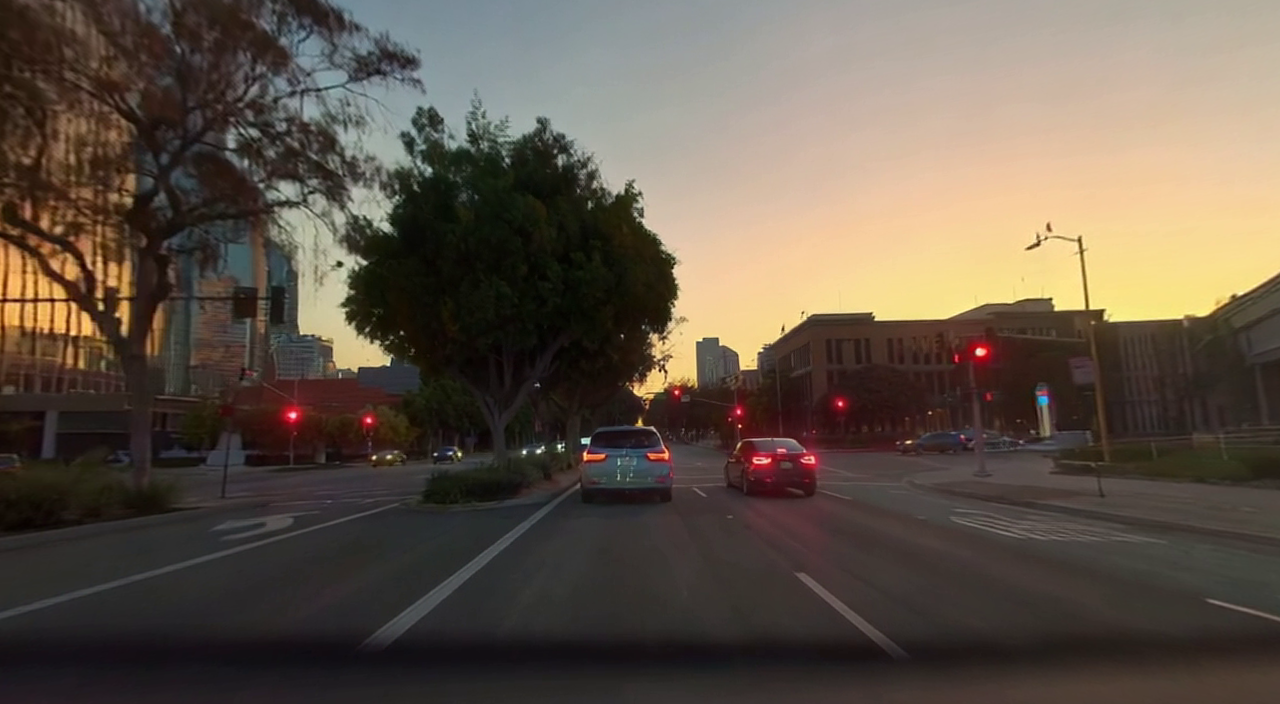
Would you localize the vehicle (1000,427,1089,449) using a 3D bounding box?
[{"bbox_3d":[27.564,5.893,43.171,4.766,1.462,1.872,0,-9,0],"label":"vehicle"}]

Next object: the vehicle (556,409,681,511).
[{"bbox_3d":[-0.410,2.330,13.950,2.313,1.860,4.319,0,-9,0],"label":"vehicle"}]

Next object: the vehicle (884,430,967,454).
[{"bbox_3d":[19.452,6.157,43.200,4.851,1.517,1.720,0,-9,-3],"label":"vehicle"}]

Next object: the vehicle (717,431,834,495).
[{"bbox_3d":[3.423,2.914,16.909,2.080,1.472,4.401,0,-9,-1],"label":"vehicle"}]
